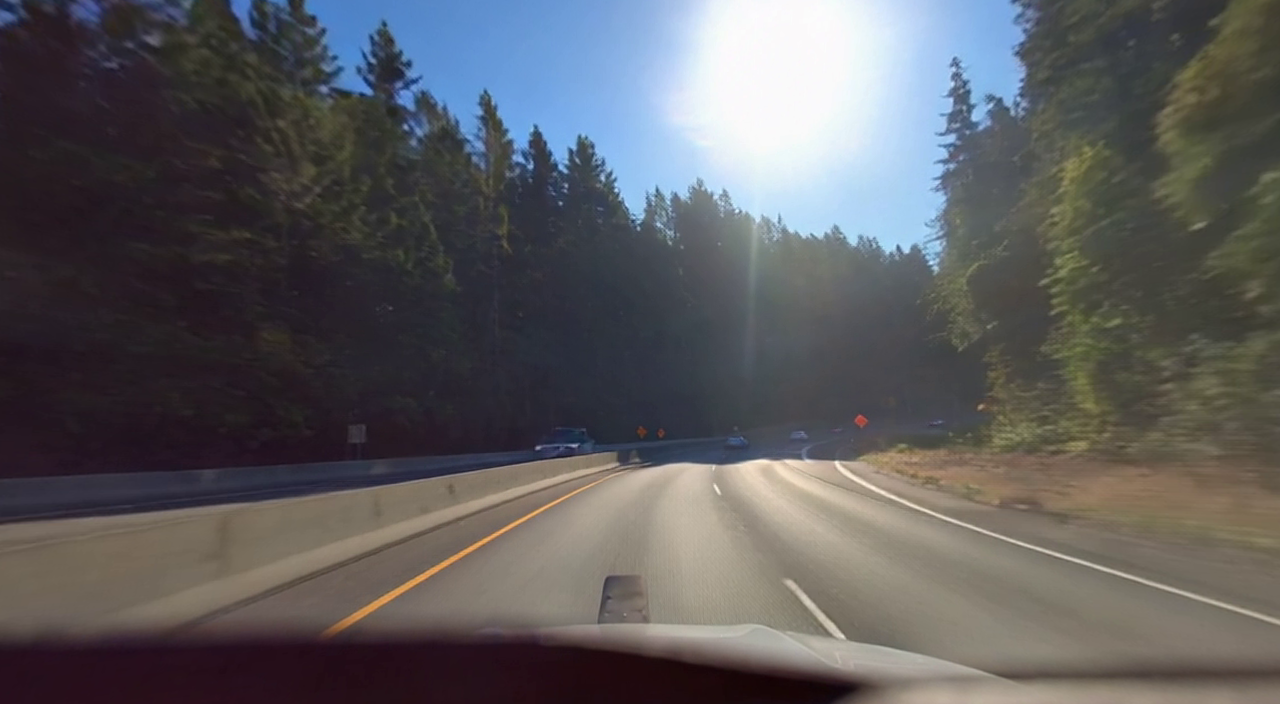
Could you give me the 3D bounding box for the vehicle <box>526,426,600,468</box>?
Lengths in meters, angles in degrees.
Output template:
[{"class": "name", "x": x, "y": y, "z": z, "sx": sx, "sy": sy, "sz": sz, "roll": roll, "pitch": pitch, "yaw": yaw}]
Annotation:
[{"class": "vehicle", "x": -3.472, "y": 4.491, "z": 29.808, "sx": 2.103, "sy": 1.772, "sz": 5.645, "roll": -1, "pitch": -8, "yaw": 8}]
